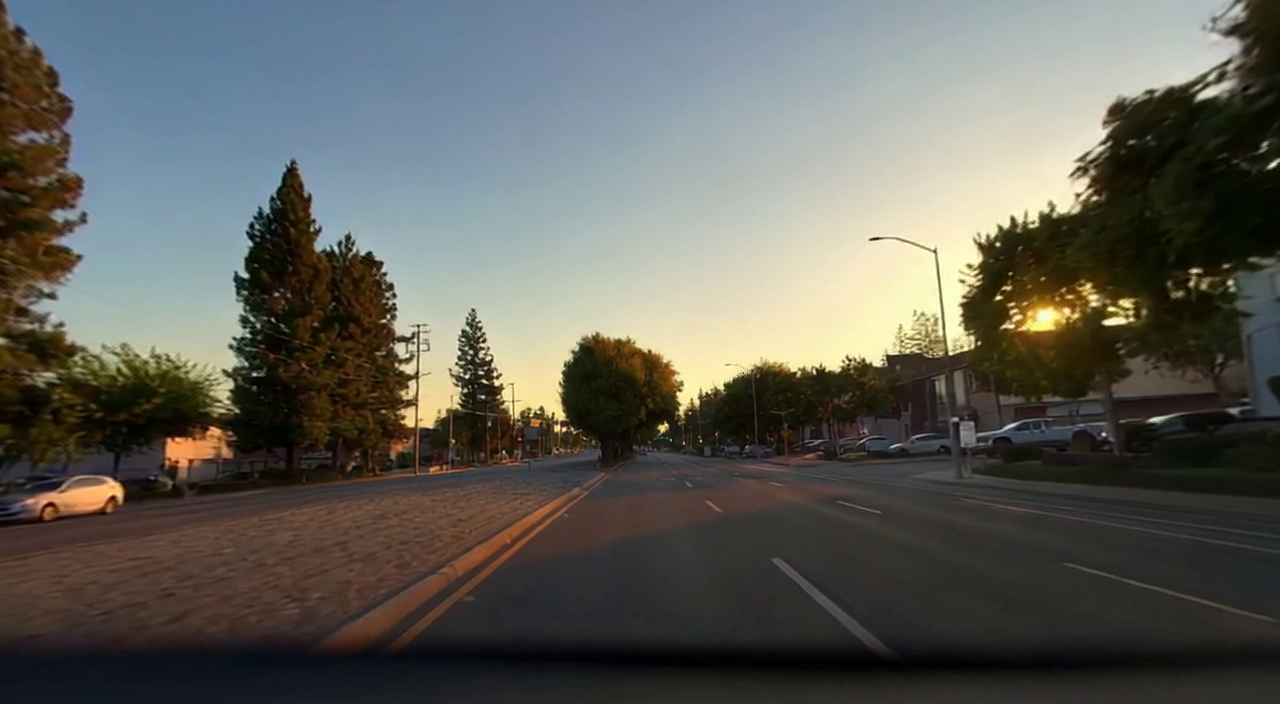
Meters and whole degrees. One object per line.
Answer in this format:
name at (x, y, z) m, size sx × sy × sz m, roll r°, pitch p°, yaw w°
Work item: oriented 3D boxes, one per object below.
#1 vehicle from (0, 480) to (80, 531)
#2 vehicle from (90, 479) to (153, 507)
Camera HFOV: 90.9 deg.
vehicle at (-23.356, 5.616, 23.074) m, size 1.847 × 1.593 × 4.127 m, roll 0°, pitch -9°, yaw 1°
vehicle at (-40.620, 11.047, 49.397) m, size 3.731 × 1.455 × 1.697 m, roll -11°, pitch -10°, yaw 6°
